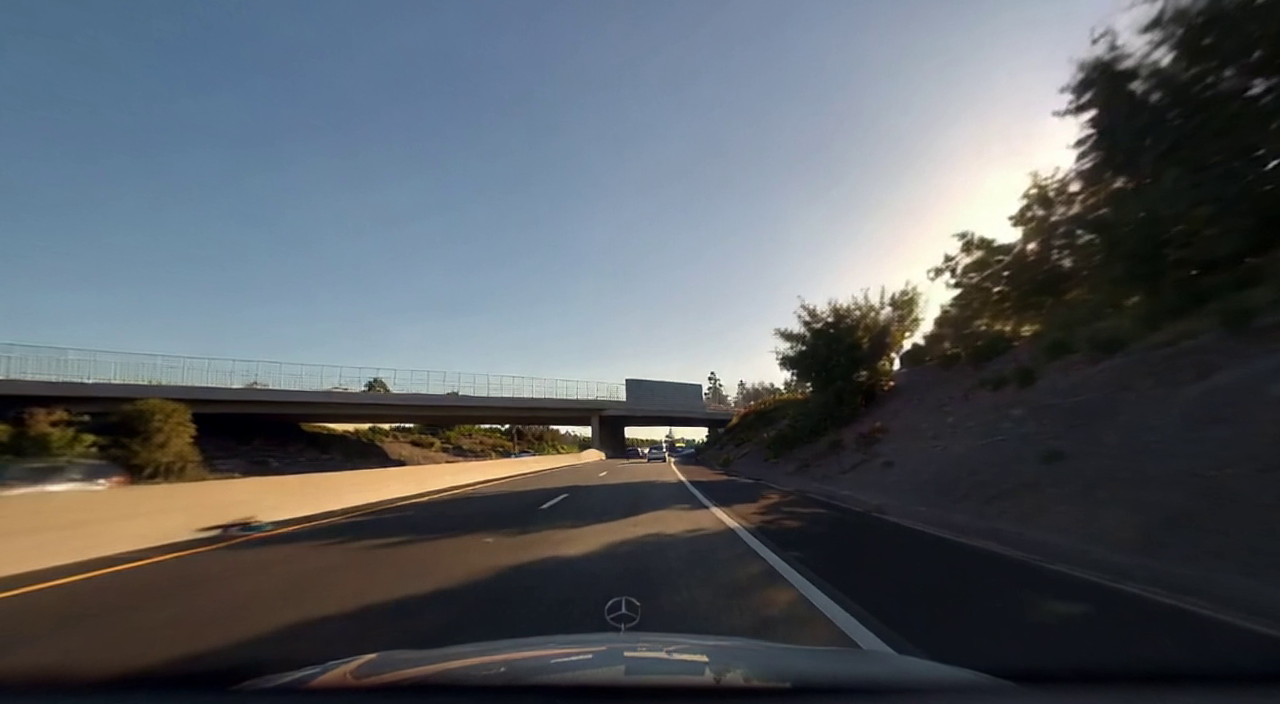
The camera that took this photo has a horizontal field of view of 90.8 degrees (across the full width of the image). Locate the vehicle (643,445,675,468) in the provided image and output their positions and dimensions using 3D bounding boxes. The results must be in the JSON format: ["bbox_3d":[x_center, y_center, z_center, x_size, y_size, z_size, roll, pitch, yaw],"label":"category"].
[{"bbox_3d":[1.405,7.781,46.988,2.221,1.603,4.149,-1,-9,2],"label":"vehicle"}]
